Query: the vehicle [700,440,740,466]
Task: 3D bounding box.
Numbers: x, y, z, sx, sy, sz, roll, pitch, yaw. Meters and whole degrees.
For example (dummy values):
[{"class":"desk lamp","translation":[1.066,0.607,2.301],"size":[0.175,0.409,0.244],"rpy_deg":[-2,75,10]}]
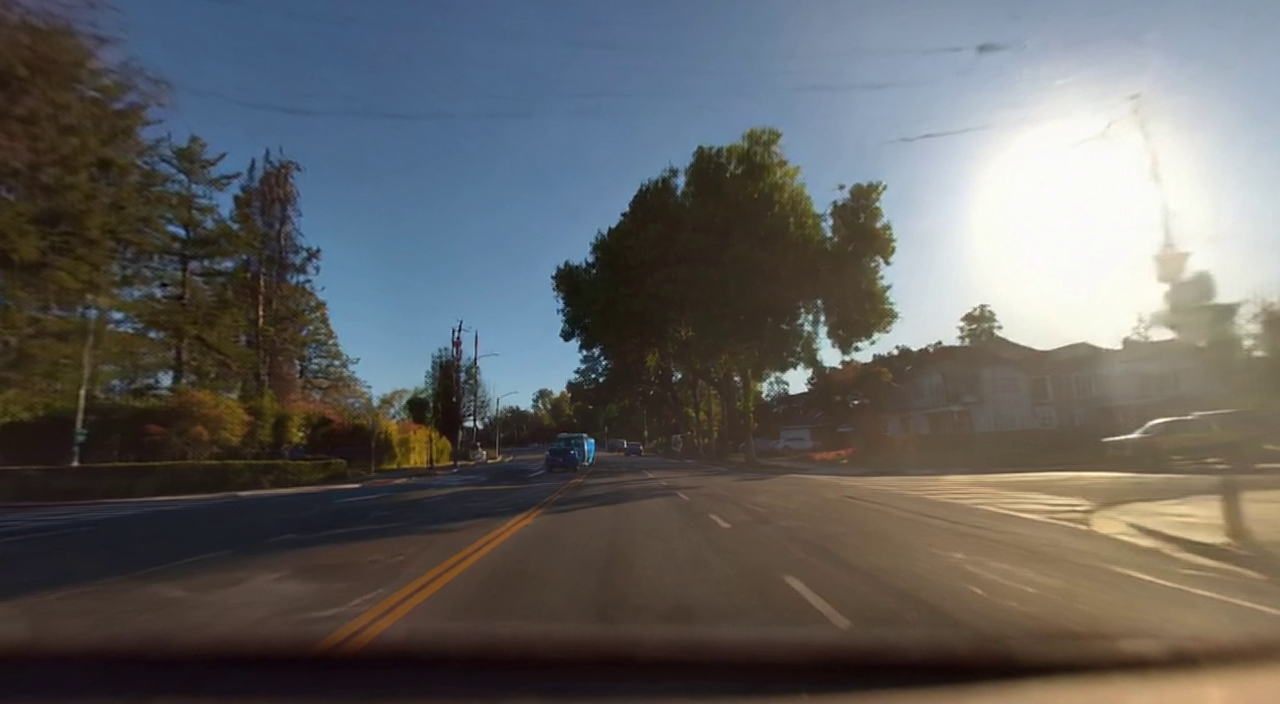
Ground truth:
[{"class":"vehicle","translation":[5.475,6.991,43.786],"size":[2.024,1.710,4.525],"rpy_deg":[0,-9,-2]}]
